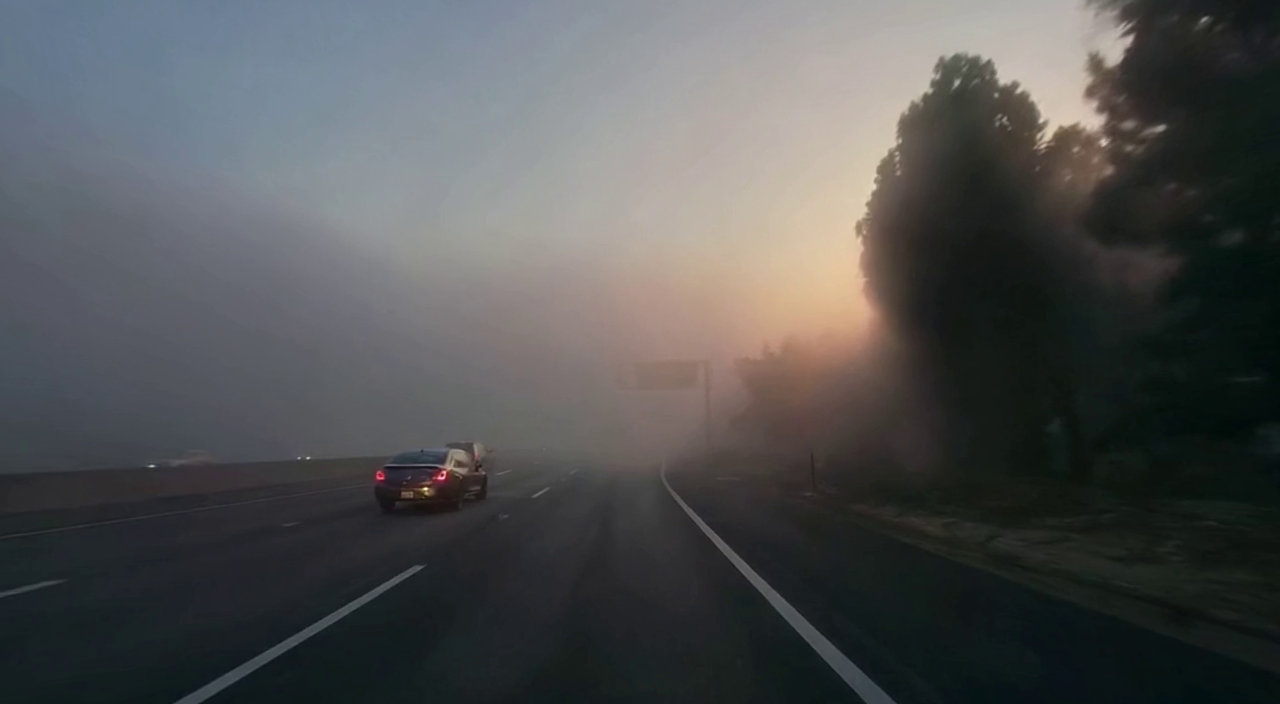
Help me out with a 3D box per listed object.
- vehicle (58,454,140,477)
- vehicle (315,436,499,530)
[{"bbox_3d":[-37.889,7.952,44.429,1.855,1.463,4.602,0,-9,-3],"label":"vehicle"},{"bbox_3d":[-4.248,2.447,12.499,1.940,1.479,4.777,0,-9,-2],"label":"vehicle"}]
